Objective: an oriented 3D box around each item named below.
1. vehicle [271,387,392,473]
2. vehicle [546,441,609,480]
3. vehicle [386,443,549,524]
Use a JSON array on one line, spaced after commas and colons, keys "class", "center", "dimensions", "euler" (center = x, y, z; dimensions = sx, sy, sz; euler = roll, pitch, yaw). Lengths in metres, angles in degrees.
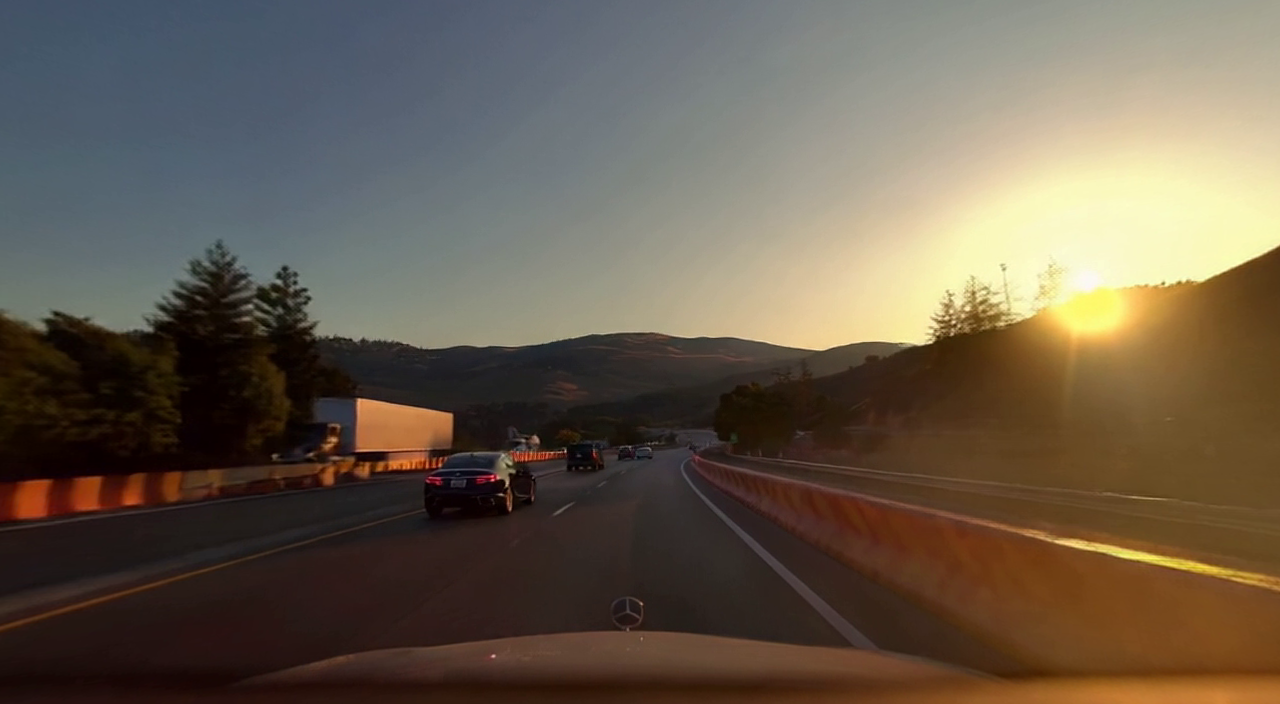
[{"class": "vehicle", "center": [-16.549, 4.329, 34.442], "dimensions": [3.005, 4.223, 6.332], "euler": [-1, -9, 2]}, {"class": "vehicle", "center": [-2.539, 4.569, 26.729], "dimensions": [2.094, 1.480, 4.124], "euler": [0, -9, 2]}, {"class": "vehicle", "center": [-3.168, 2.508, 12.533], "dimensions": [2.061, 1.330, 3.928], "euler": [0, -9, 1]}]
